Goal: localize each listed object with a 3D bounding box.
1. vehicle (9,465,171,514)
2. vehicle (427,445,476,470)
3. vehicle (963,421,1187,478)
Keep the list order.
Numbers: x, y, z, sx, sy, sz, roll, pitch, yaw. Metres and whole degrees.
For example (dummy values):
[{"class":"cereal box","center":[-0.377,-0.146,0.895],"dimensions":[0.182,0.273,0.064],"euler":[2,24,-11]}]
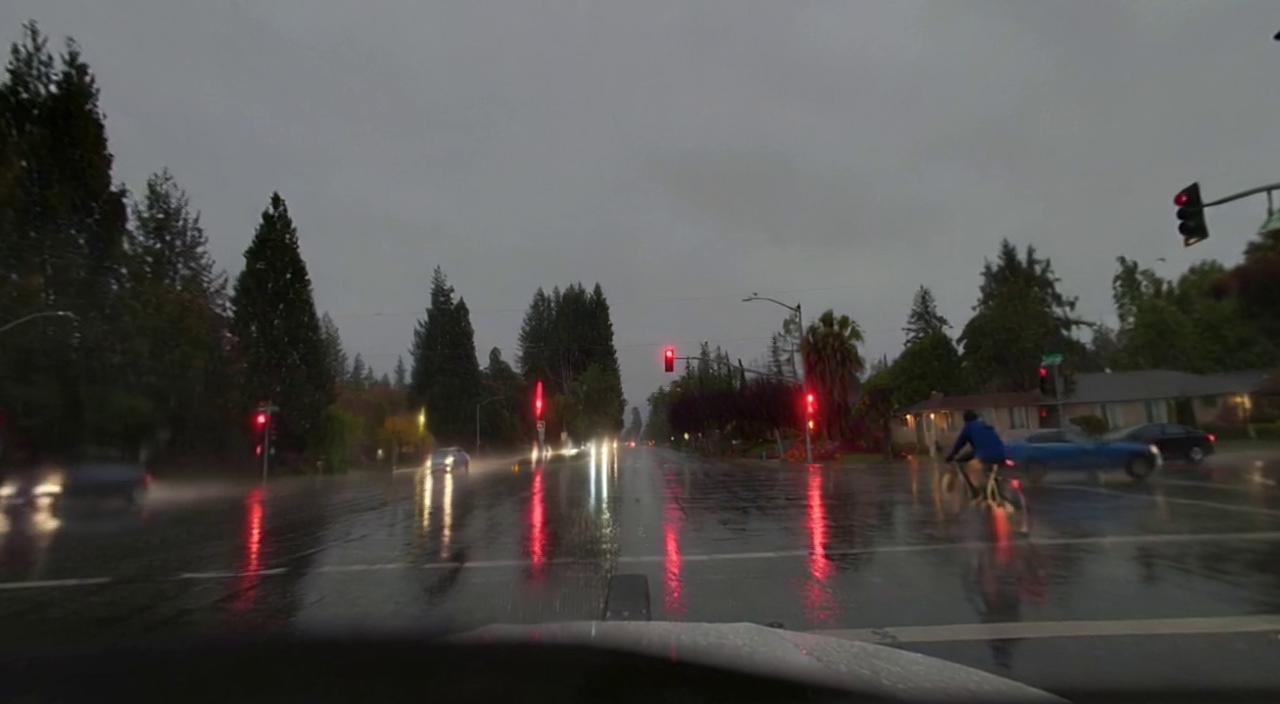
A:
[{"class":"vehicle","center":[-19.119,4.772,22.246],"dimensions":[1.810,1.393,4.423],"euler":[0,-9,-2]},{"class":"vehicle","center":[-13.859,7.749,46.558],"dimensions":[2.148,1.753,4.558],"euler":[0,-9,1]},{"class":"vehicle","center":[12.155,2.787,17.946],"dimensions":[4.749,1.496,2.017],"euler":[-1,-9,6]}]
